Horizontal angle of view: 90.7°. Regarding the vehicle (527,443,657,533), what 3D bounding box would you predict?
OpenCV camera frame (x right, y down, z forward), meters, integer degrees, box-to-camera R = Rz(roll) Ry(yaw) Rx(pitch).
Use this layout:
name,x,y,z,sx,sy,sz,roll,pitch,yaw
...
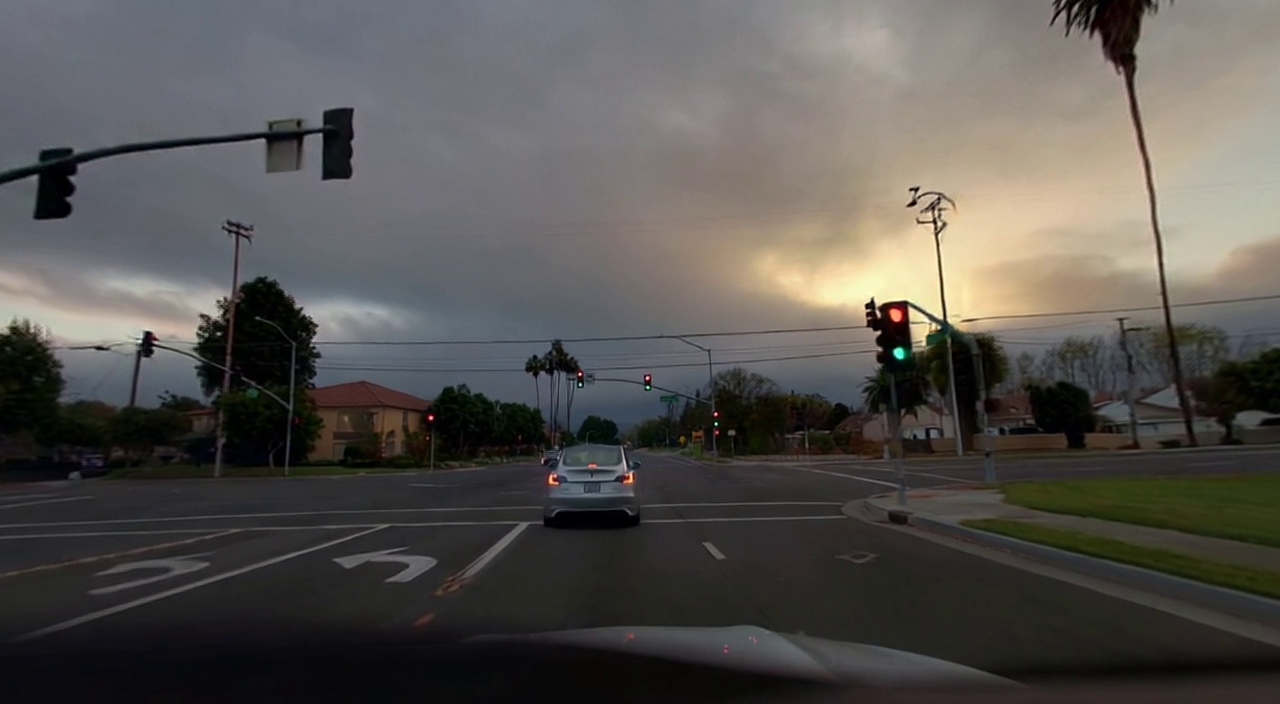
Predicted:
name,x,y,z,sx,sy,sz,roll,pitch,yaw
vehicle,-0.857,2.593,12.737,2.152,1.478,4.229,0,-9,-2
